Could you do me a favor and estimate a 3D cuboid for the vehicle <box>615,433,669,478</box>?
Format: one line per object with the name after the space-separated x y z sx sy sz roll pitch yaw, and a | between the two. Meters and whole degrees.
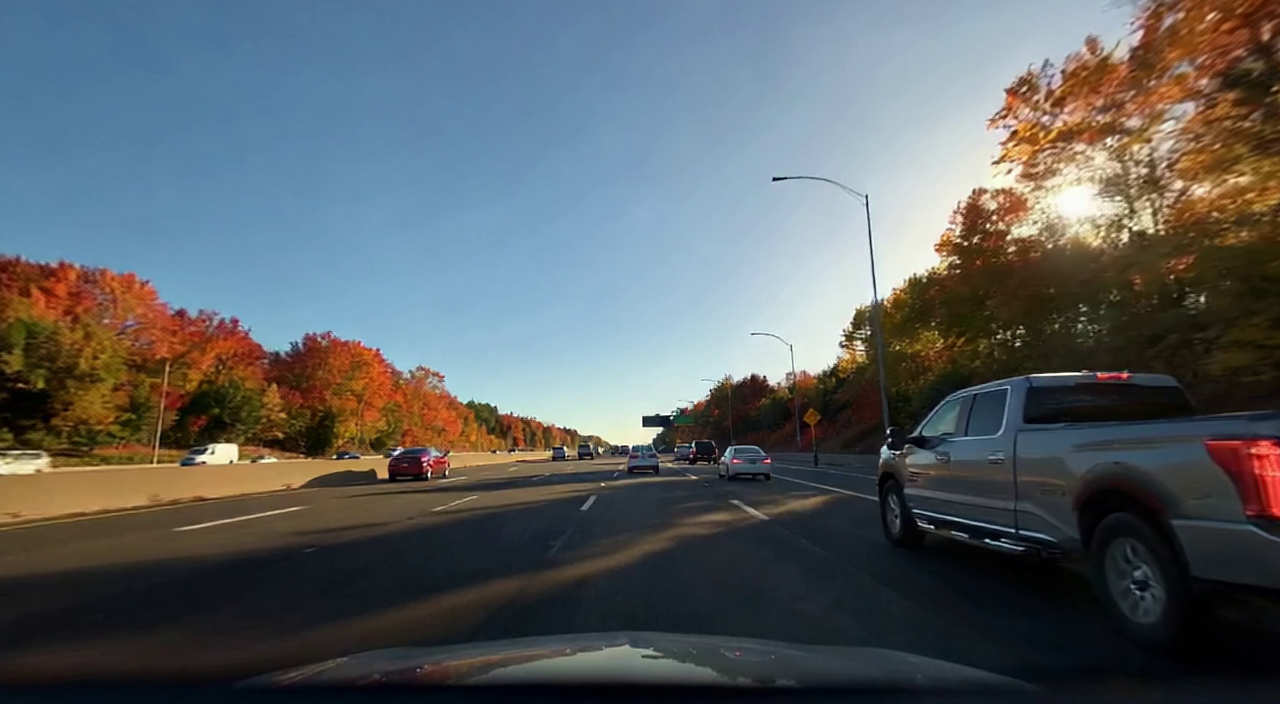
0.131 4.992 30.530 2.372 1.957 5.121 0 -9 1 | vehicle

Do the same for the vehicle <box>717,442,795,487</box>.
4.270 4.233 24.055 2.057 1.508 4.767 0 -9 0 | vehicle

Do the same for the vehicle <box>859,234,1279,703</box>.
3.818 0.821 4.002 2.521 2.101 6.467 0 -9 0 | vehicle

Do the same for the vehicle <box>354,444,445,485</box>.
-9.910 4.650 26.374 1.989 1.529 4.433 0 -9 1 | vehicle

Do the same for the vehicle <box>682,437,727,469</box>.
4.230 6.785 42.390 2.388 1.998 5.749 0 -9 0 | vehicle
